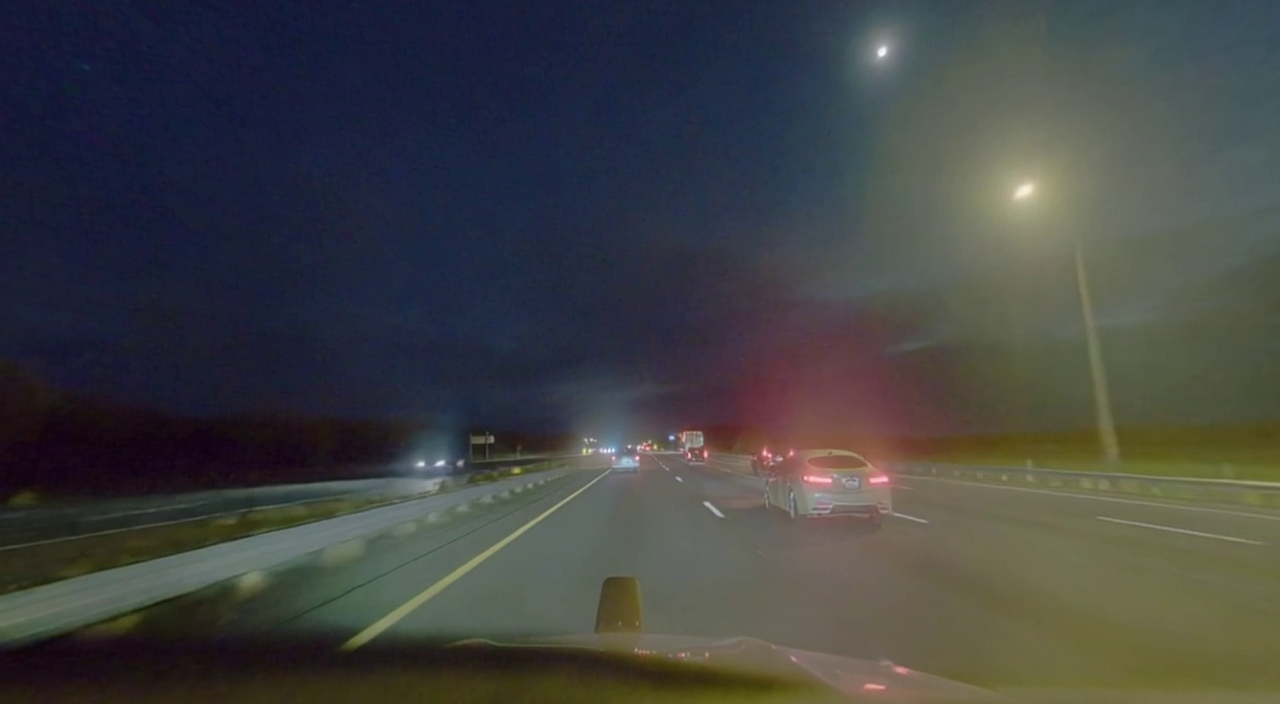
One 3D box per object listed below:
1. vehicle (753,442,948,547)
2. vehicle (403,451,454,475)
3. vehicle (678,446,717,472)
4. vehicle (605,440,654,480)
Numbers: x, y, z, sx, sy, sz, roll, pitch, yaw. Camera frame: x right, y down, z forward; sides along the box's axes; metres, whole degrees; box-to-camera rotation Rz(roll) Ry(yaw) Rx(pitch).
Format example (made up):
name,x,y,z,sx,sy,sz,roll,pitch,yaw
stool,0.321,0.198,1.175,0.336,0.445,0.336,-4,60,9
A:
name,x,y,z,sx,sy,sz,roll,pitch,yaw
vehicle,3.371,2.347,11.045,2.004,1.471,4.032,0,-9,0
vehicle,-14.200,7.480,42.541,1.884,1.510,4.230,0,-9,1
vehicle,3.651,6.888,40.730,2.047,1.540,4.294,0,-9,0
vehicle,-0.447,5.078,29.893,2.142,1.724,4.344,0,-9,0
